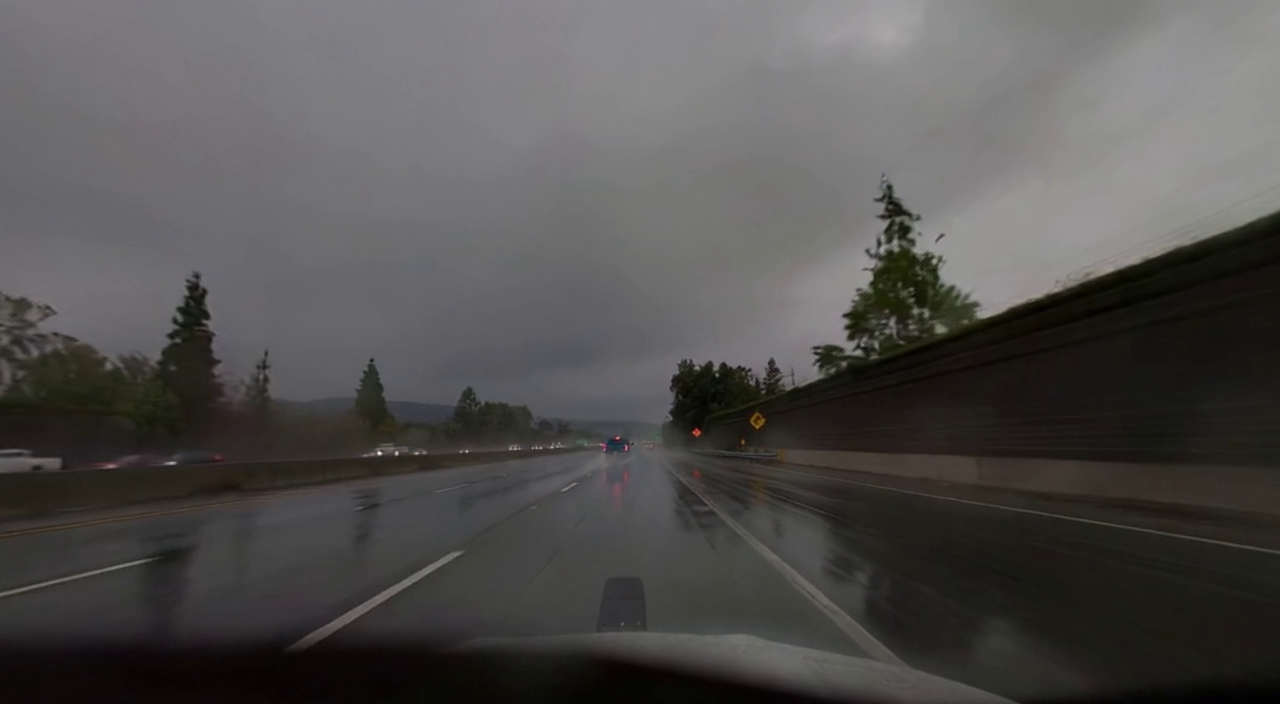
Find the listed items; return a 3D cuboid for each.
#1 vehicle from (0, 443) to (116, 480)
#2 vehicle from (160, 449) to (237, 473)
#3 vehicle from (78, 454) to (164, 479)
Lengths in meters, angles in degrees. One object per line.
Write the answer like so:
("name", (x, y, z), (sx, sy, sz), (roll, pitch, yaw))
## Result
("vehicle", (-36.645, 6.847, 39.916), (2.373, 2.163, 5.150), (0, -8, 1))
("vehicle", (-29.119, 7.172, 41.747), (1.841, 1.487, 4.538), (0, -8, 0))
("vehicle", (-33.209, 7.309, 40.481), (1.831, 1.431, 4.333), (0, -8, 0))
